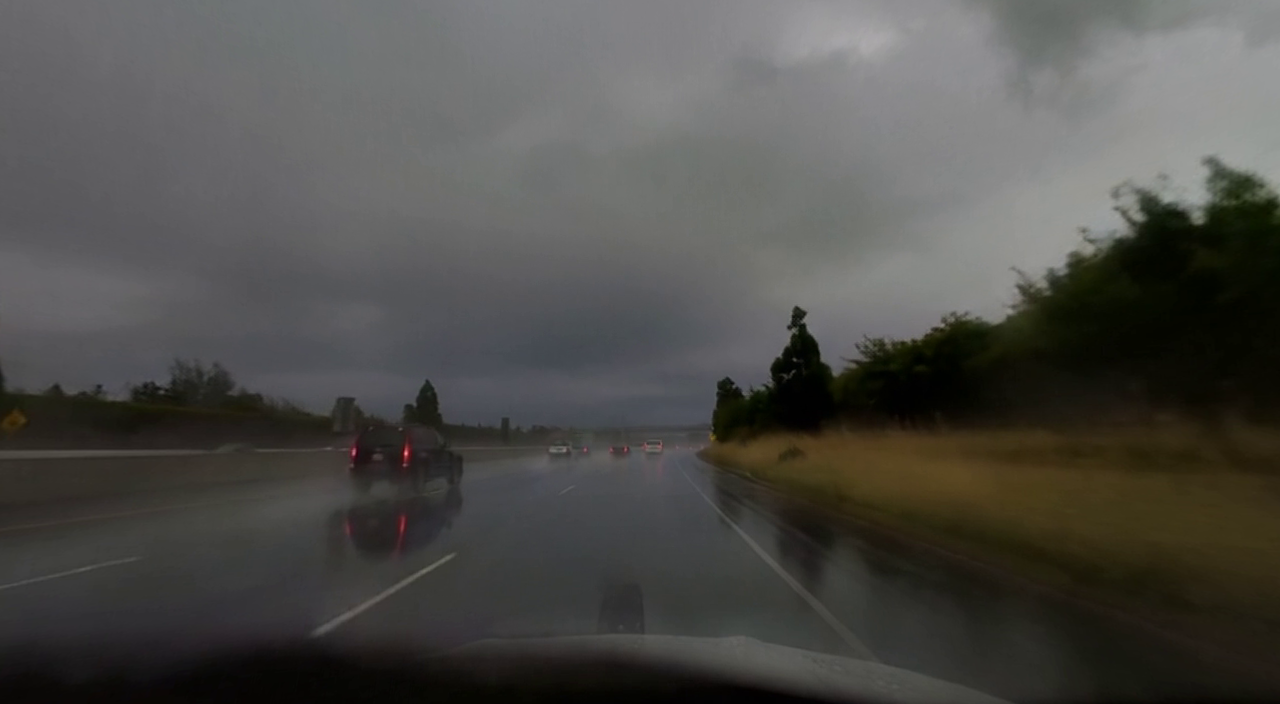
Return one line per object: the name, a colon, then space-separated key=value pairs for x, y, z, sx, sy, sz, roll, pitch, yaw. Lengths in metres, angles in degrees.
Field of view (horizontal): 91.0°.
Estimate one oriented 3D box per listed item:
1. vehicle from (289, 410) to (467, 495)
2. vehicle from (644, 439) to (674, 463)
vehicle: x=-6.955 y=2.787 z=17.680 sx=2.438 sy=1.967 sz=5.596 roll=0 pitch=-8 yaw=2
vehicle: x=1.420 y=7.359 z=46.815 sx=2.141 sy=1.706 sz=4.065 roll=0 pitch=-8 yaw=2
